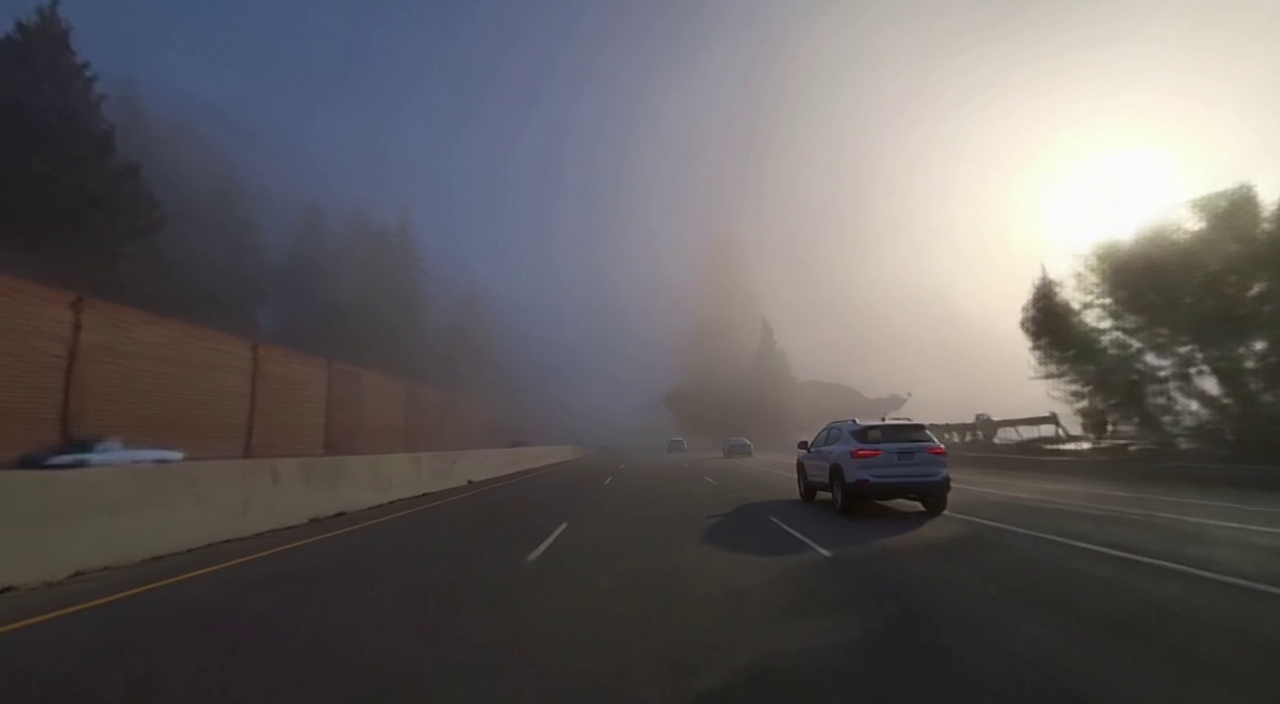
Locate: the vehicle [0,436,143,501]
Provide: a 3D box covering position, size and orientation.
[{"bbox_3d":[-20.521,3.937,21.869,2.217,1.953,5.320,0,-8,0],"label":"vehicle"}]

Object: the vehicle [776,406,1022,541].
[{"bbox_3d":[3.997,1.977,10.864,2.190,1.783,4.637,0,-8,-1],"label":"vehicle"}]

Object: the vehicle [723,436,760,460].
[{"bbox_3d":[7.932,7.589,49.850,2.066,1.795,4.674,0,-8,-1],"label":"vehicle"}]
